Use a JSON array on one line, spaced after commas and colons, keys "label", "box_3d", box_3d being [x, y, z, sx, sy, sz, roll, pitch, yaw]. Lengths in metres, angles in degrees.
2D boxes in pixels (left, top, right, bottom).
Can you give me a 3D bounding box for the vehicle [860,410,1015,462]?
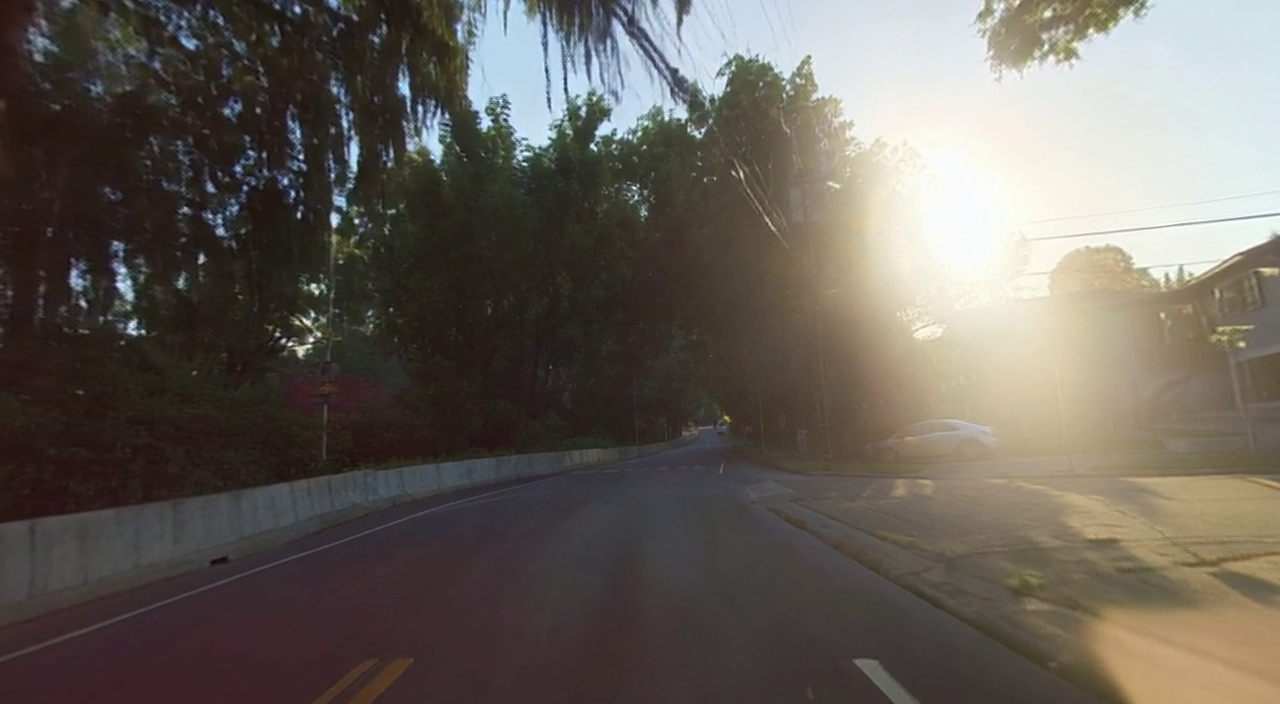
[{"label": "vehicle", "box_3d": [10.617, 3.072, 22.839, 4.614, 1.764, 1.860, -1, -8, 6]}]
